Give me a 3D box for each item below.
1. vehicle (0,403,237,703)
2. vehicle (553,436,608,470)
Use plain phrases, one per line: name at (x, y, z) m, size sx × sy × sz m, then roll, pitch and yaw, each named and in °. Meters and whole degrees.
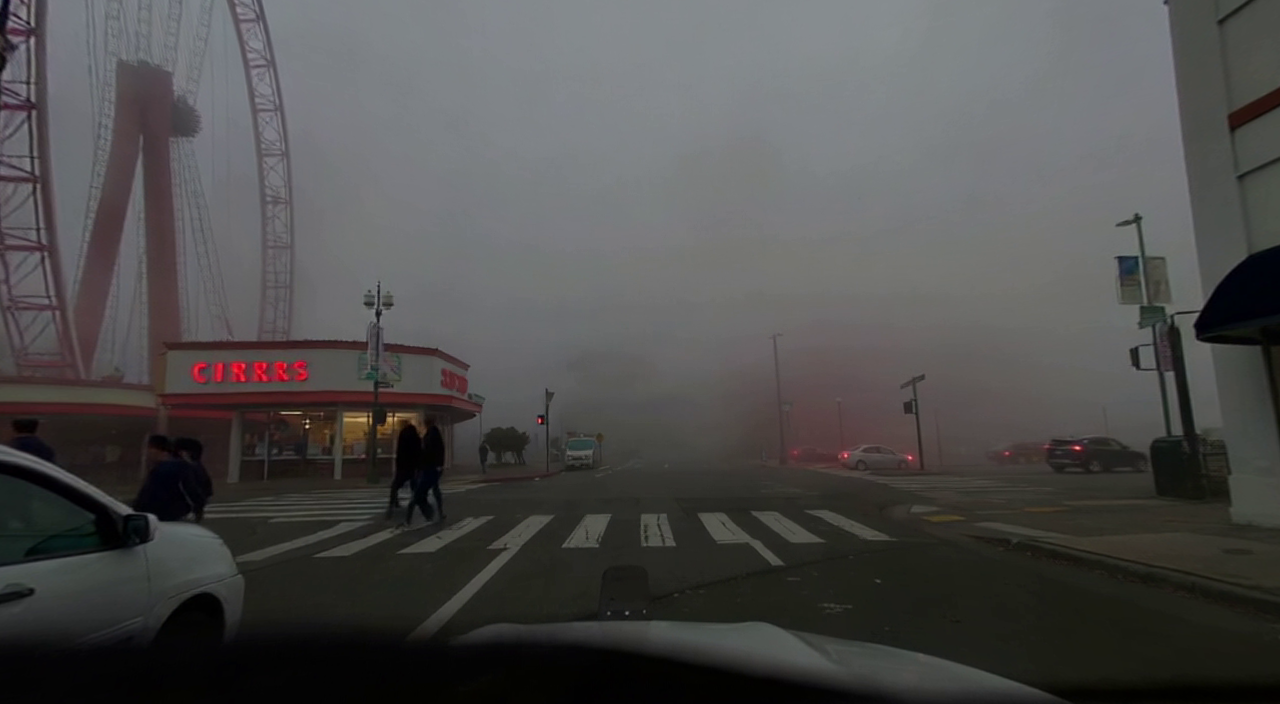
vehicle at (-3.372, 0.785, 1.193) m, size 1.940 × 1.505 × 4.676 m, roll -1°, pitch -9°, yaw 3°
vehicle at (-3.891, 6.413, 40.250) m, size 2.549 × 2.000 × 5.699 m, roll 2°, pitch -9°, yaw -15°
